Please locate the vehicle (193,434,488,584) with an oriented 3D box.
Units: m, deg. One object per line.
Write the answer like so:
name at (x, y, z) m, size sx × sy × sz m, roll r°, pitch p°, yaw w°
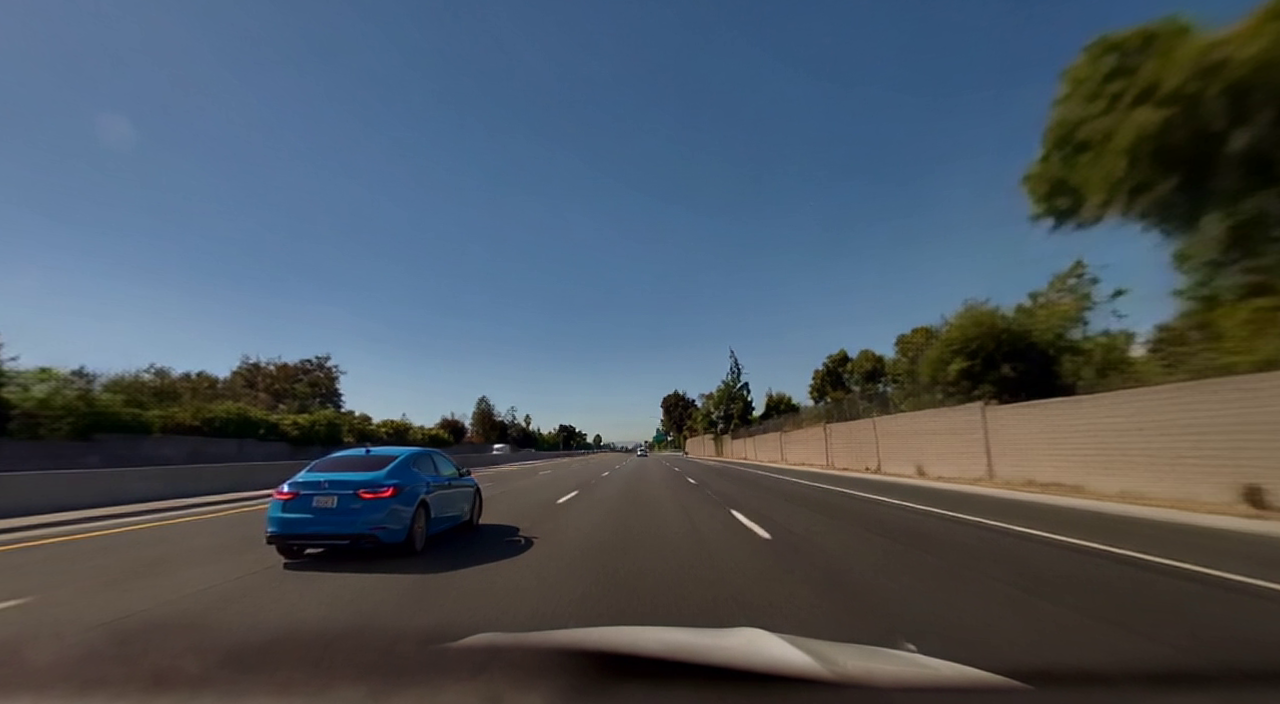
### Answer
vehicle at (-3.452, 1.860, 8.242) m, size 1.935 × 1.479 × 3.787 m, roll 0°, pitch -9°, yaw 1°
